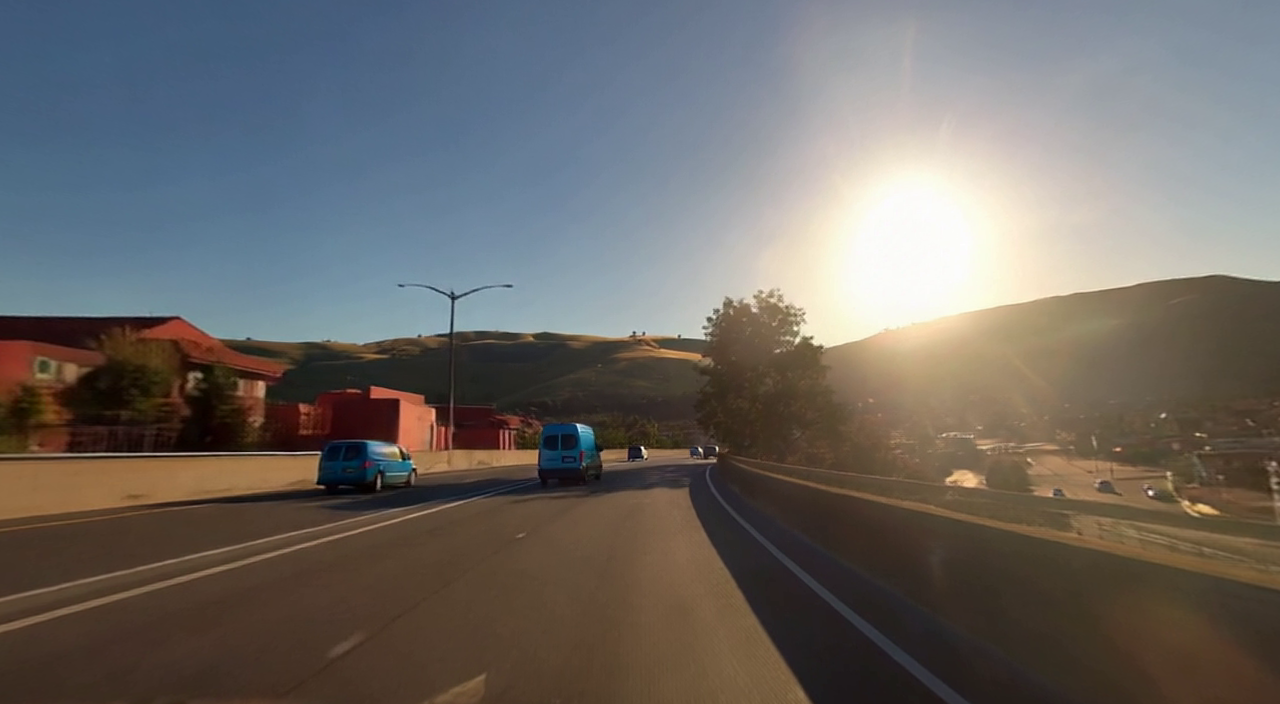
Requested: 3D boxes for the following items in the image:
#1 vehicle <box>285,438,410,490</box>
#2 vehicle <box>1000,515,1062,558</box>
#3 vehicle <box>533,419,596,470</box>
[{"bbox_3d":[-9.463,3.635,20.903,1.821,1.524,4.342,-1,-8,4],"label":"vehicle"},{"bbox_3d":[22.263,10.500,36.180,1.887,1.776,4.198,-2,-9,16],"label":"vehicle"},{"bbox_3d":[-4.275,5.450,37.154,2.314,2.703,6.441,-1,-9,6],"label":"vehicle"}]
